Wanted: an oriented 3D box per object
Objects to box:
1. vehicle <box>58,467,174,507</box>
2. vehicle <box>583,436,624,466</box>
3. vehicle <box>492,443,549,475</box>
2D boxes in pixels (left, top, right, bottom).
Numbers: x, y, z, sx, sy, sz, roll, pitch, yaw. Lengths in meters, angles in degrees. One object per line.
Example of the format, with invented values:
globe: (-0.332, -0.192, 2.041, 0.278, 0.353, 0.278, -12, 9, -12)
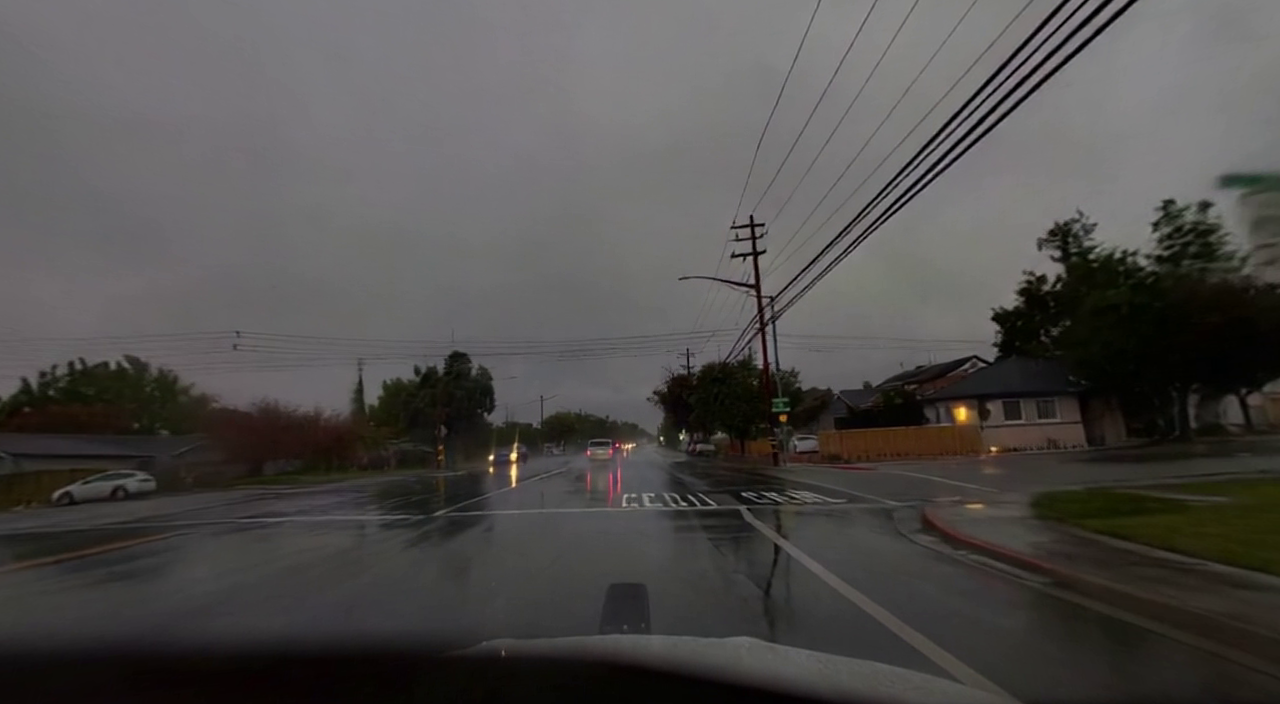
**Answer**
vehicle: (-27.401, 7.048, 33.231, 1.938, 1.725, 4.846, 0, -9, 0)
vehicle: (-2.333, 6.501, 41.523, 2.327, 1.861, 4.941, 0, -9, 1)
vehicle: (-6.368, 5.736, 34.039, 2.155, 1.533, 4.530, -2, -9, 0)
